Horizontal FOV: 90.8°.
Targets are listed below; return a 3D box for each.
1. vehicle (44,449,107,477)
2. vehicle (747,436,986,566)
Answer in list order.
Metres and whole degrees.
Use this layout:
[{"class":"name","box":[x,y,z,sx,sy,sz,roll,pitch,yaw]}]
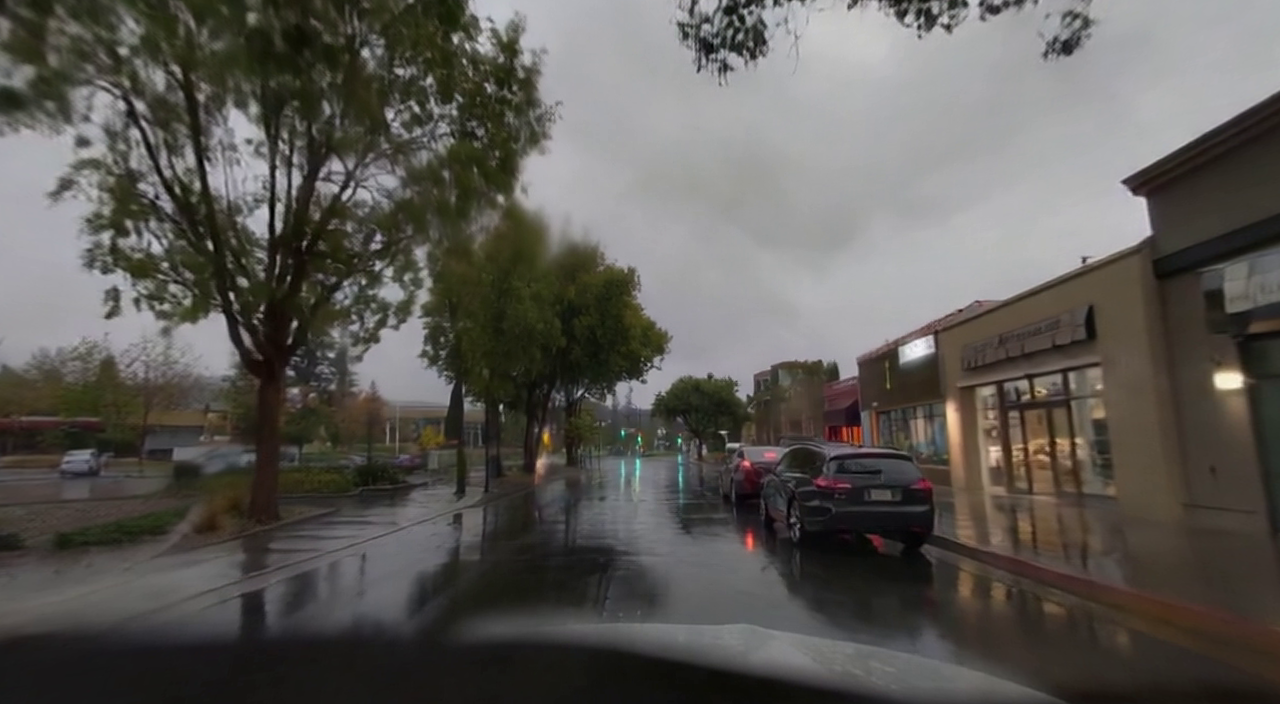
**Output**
[{"class":"vehicle","box":[-36.967,7.222,41.337,4.157,1.687,2.419,-8,-13,41]},{"class":"vehicle","box":[3.100,2.153,9.913,2.064,1.532,4.596,0,-9,0]}]
